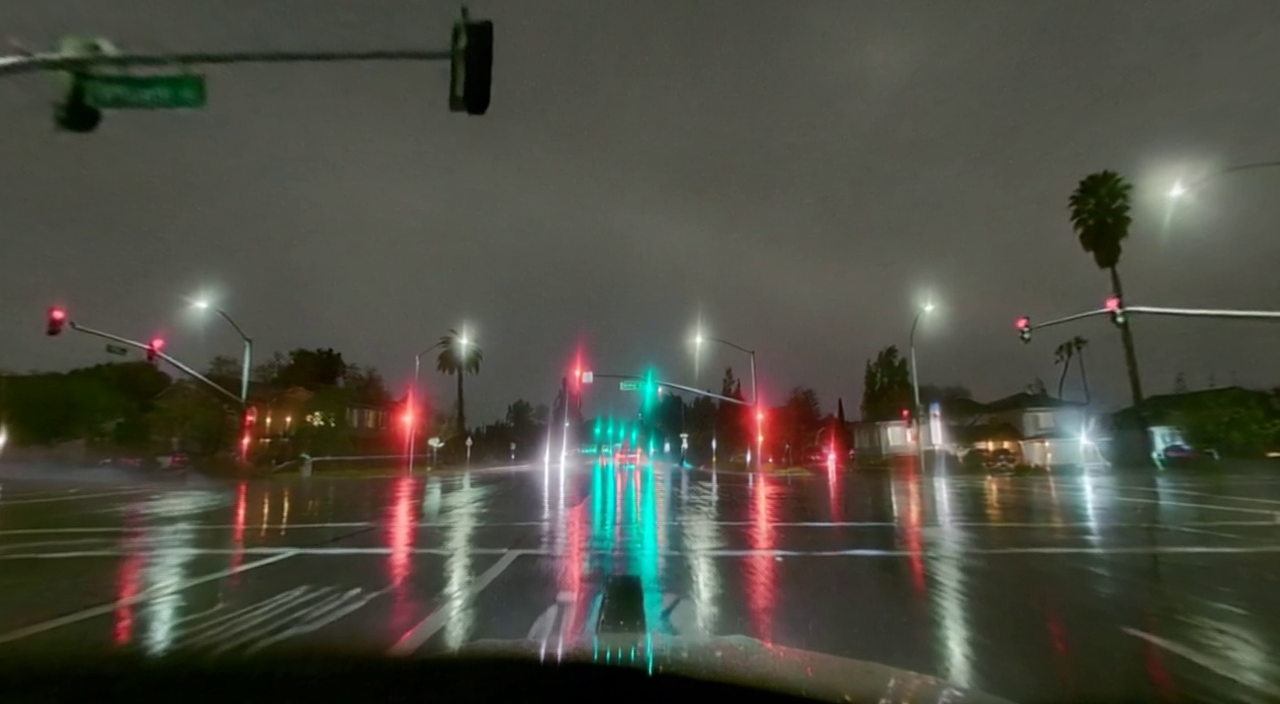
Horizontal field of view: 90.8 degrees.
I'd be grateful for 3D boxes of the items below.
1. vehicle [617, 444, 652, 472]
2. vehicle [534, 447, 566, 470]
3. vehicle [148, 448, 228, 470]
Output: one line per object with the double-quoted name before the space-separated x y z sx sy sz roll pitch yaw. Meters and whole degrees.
"vehicle" -0.456 7.486 44.735 2.248 1.833 4.798 0 -8 -3
"vehicle" -6.929 8.229 49.097 1.983 1.684 3.938 0 -8 -1
"vehicle" -35.695 8.438 49.971 4.887 1.546 1.807 7 -11 -40
